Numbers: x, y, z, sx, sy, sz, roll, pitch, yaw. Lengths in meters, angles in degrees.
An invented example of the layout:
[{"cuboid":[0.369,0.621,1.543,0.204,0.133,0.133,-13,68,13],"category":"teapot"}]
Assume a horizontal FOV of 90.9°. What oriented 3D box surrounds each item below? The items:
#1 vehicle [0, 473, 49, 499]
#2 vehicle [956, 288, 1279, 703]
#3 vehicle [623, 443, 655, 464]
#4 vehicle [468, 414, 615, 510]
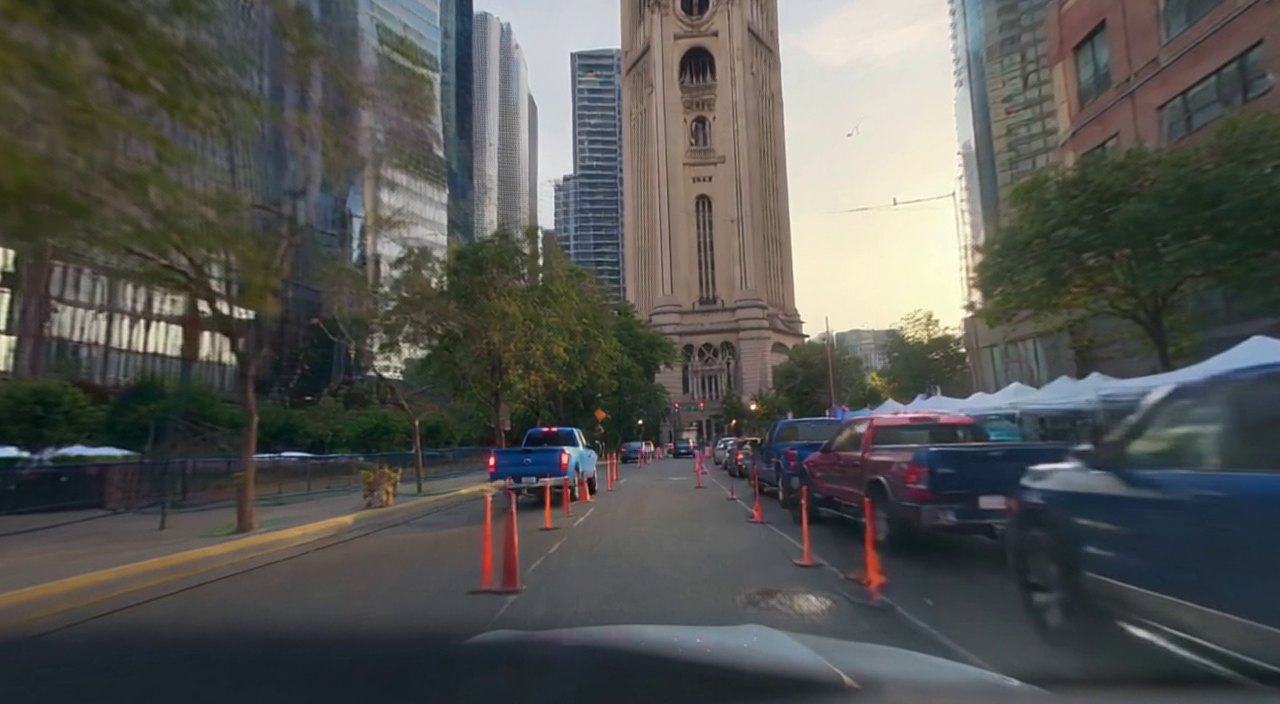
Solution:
[{"cuboid":[-48.301,10.252,48.123,1.974,1.675,4.652,0,-8,-3],"category":"vehicle"},{"cuboid":[3.489,0.704,2.417,2.073,1.887,4.825,0,-8,1],"category":"vehicle"},{"cuboid":[-0.001,7.405,46.233,1.895,1.489,4.328,-1,-8,6],"category":"vehicle"},{"cuboid":[-2.152,2.678,15.873,2.452,1.954,5.653,-1,-8,4],"category":"vehicle"}]
